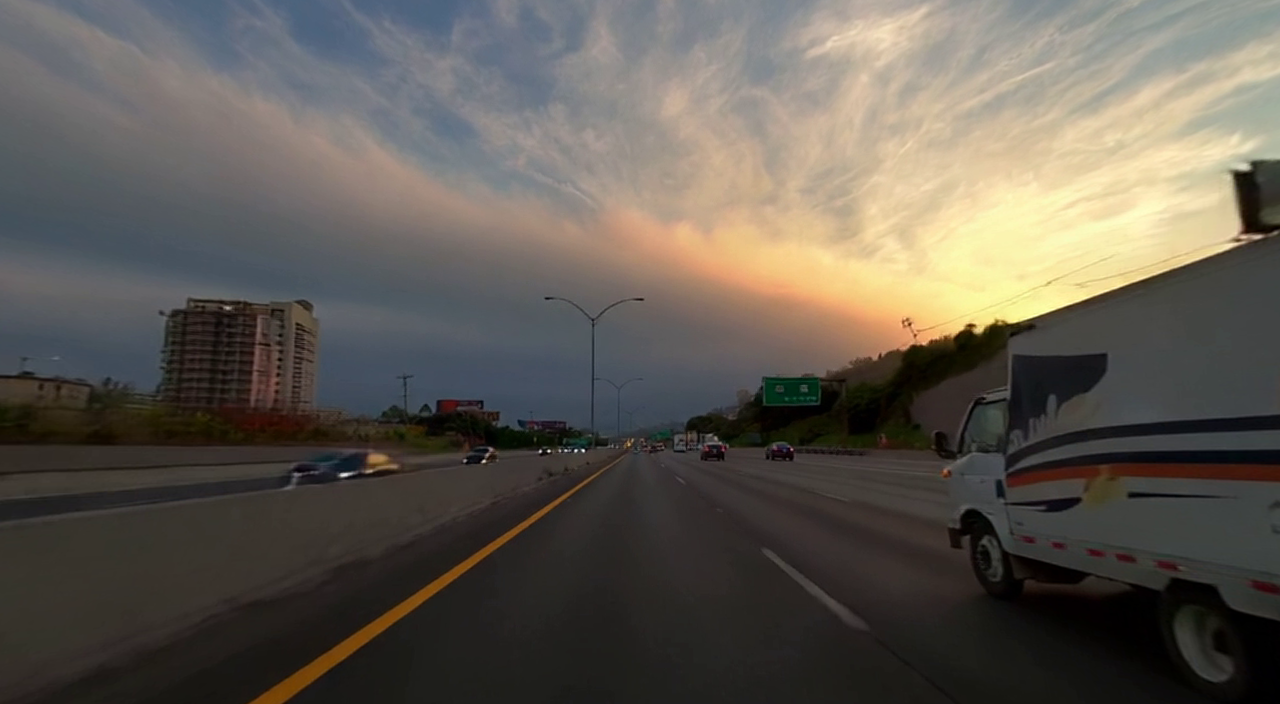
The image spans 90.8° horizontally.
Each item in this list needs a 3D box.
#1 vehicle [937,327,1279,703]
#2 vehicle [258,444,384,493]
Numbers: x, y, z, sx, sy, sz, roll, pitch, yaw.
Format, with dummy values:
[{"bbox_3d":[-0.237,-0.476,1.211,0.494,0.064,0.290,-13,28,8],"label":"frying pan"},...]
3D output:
[{"bbox_3d":[3.231,0.814,2.450,1.973,1.710,4.476,0,-9,0],"label":"vehicle"},{"bbox_3d":[-10.944,4.002,22.125,1.975,1.527,4.580,0,-9,1],"label":"vehicle"}]
